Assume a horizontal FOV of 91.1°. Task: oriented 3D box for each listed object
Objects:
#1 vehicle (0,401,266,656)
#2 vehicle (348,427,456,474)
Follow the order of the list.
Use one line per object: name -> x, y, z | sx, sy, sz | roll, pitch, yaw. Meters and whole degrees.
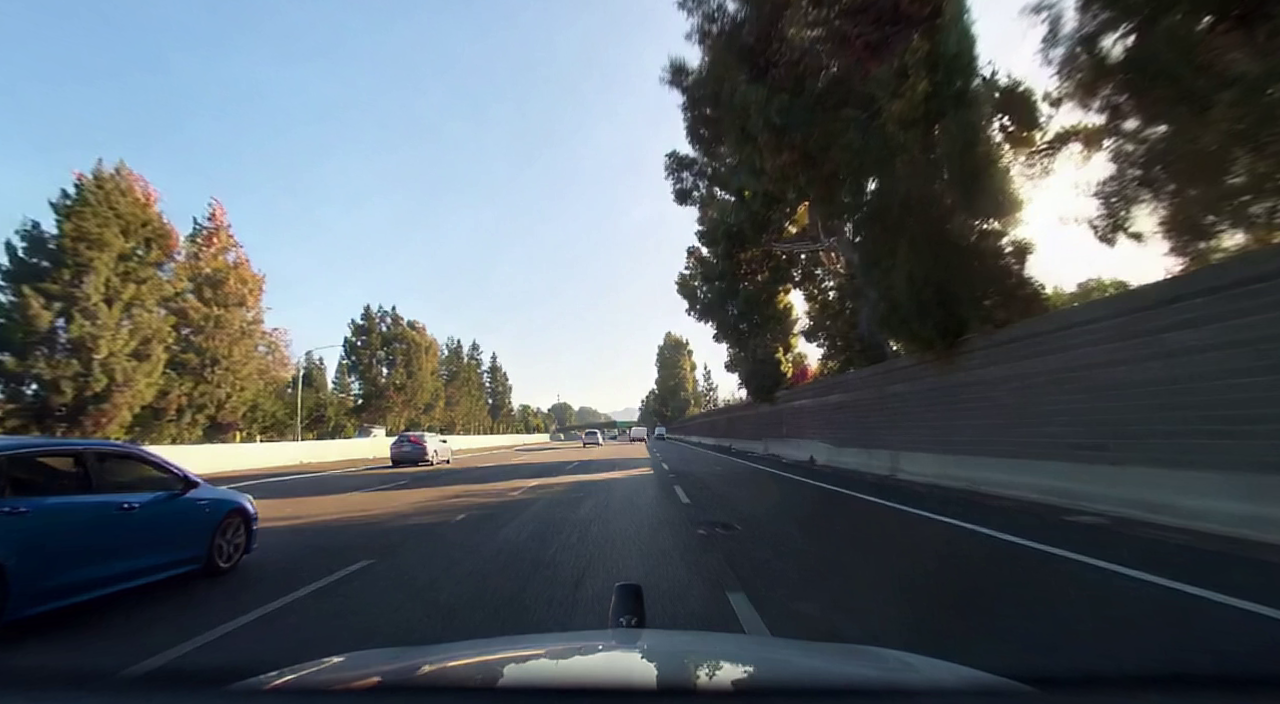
vehicle -> -4.830, 1.123, 4.297 | 2.079, 1.500, 3.881 | 0, -8, 1
vehicle -> -8.748, 3.656, 23.661 | 2.053, 1.582, 4.878 | 0, -8, 1
